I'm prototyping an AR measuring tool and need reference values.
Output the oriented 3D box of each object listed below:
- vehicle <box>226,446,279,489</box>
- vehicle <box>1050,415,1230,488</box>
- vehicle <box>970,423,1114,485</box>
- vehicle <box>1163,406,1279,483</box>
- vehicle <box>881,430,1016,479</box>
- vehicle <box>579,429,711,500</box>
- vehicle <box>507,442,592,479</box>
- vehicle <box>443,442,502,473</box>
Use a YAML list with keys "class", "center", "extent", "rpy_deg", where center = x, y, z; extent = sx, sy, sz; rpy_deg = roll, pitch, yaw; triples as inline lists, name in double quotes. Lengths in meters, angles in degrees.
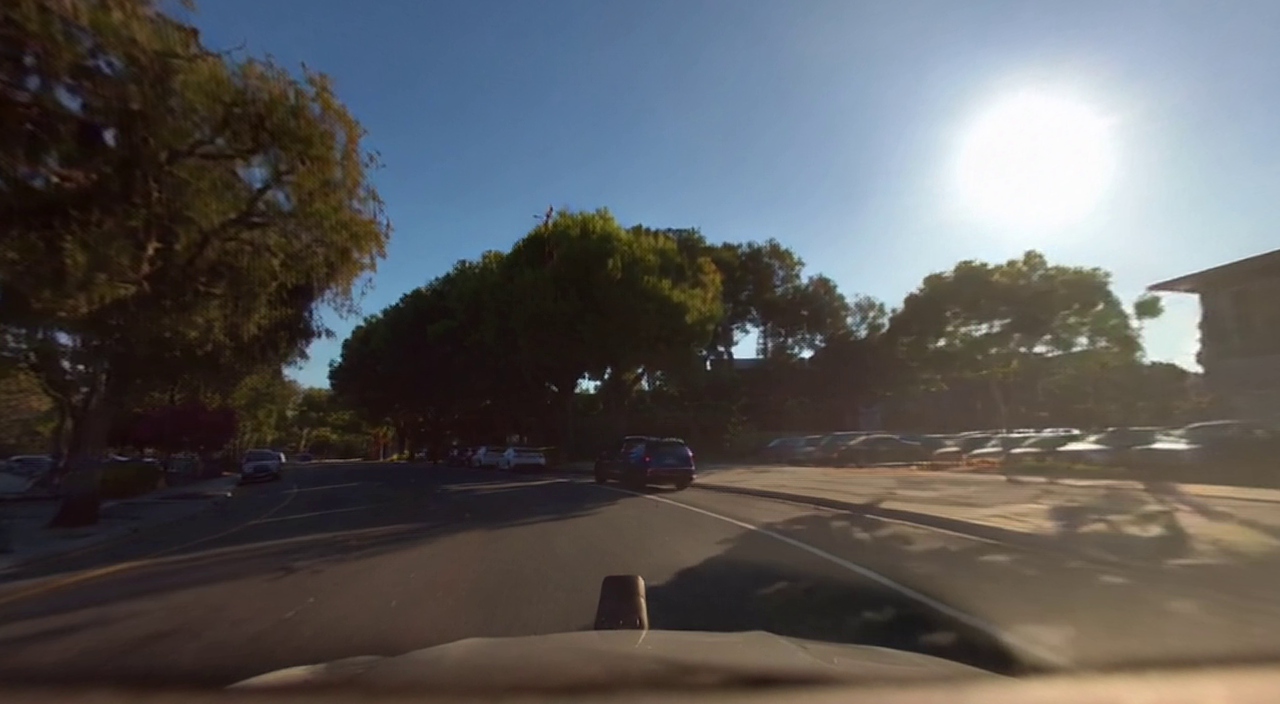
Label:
- class: "vehicle"
  center: [-20.019, 5.850, 32.585]
  extent: [2.154, 1.870, 5.118]
  rpy_deg: [2, -8, -32]
- class: "vehicle"
  center: [13.675, 2.634, 17.277]
  extent: [4.372, 1.723, 2.229]
  rpy_deg: [3, -8, -29]
- class: "vehicle"
  center: [12.461, 3.126, 19.544]
  extent: [4.243, 1.470, 2.010]
  rpy_deg: [0, -9, -33]
- class: "vehicle"
  center: [15.057, 2.193, 15.028]
  extent: [5.110, 1.570, 2.206]
  rpy_deg: [5, -10, -30]
- class: "vehicle"
  center: [10.532, 3.455, 21.536]
  extent: [4.225, 1.517, 2.036]
  rpy_deg: [5, -10, -31]
- class: "vehicle"
  center: [-0.028, 3.361, 19.808]
  extent: [2.042, 1.817, 5.202]
  rpy_deg: [3, -7, -25]
- class: "vehicle"
  center: [-4.202, 4.875, 28.802]
  extent: [2.053, 1.519, 4.611]
  rpy_deg: [5, -10, -32]
- class: "vehicle"
  center: [-10.248, 6.361, 38.401]
  extent: [2.055, 1.731, 4.686]
  rpy_deg: [5, -10, -32]
